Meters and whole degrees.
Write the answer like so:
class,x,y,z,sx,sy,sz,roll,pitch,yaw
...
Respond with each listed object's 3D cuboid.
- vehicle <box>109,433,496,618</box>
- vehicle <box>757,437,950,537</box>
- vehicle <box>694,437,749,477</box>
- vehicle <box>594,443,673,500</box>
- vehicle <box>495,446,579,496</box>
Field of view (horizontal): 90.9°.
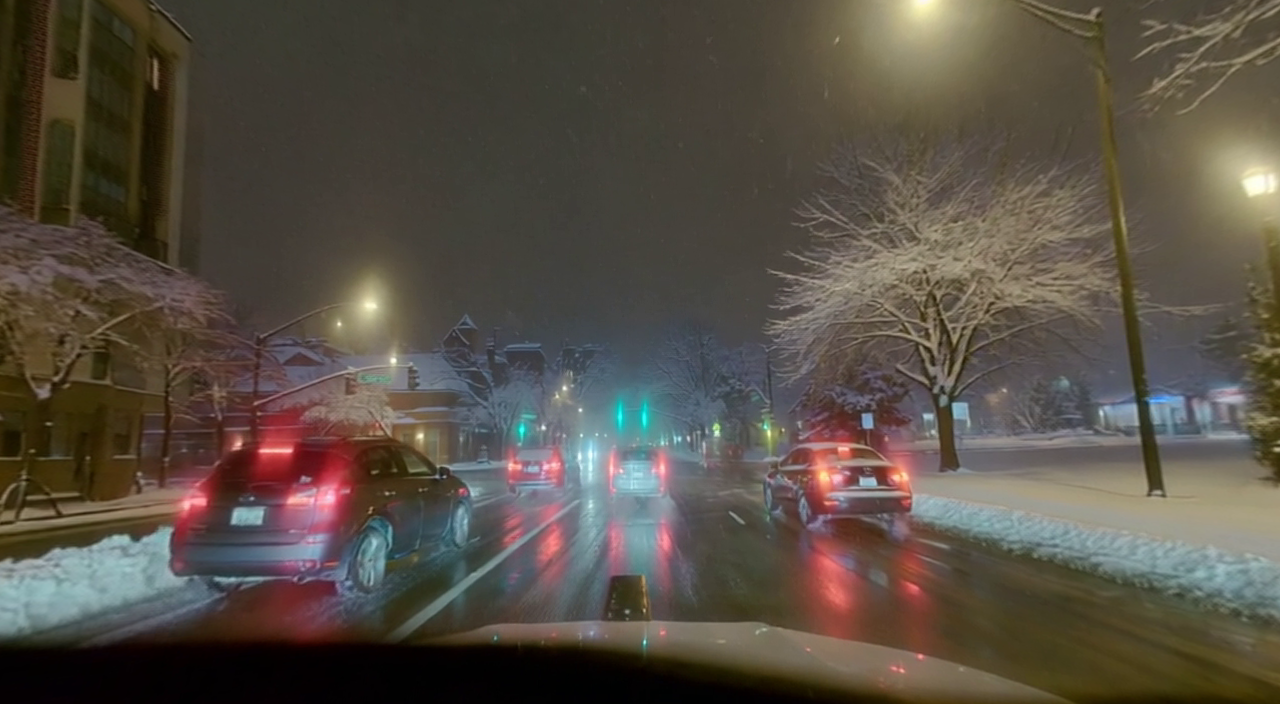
class,x,y,z,sx,sy,sz,roll,pitch,yaw
vehicle,-3.275,1.749,7.398,2.038,1.481,4.379,-1,-8,1
vehicle,3.681,2.392,11.882,1.990,1.486,4.431,0,-8,-1
vehicle,4.248,5.576,33.774,2.142,1.957,5.443,0,-8,0
vehicle,-0.201,3.486,18.778,2.101,1.480,3.929,0,-8,-1
vehicle,-3.315,3.909,21.120,2.002,1.465,4.098,-1,-8,2
